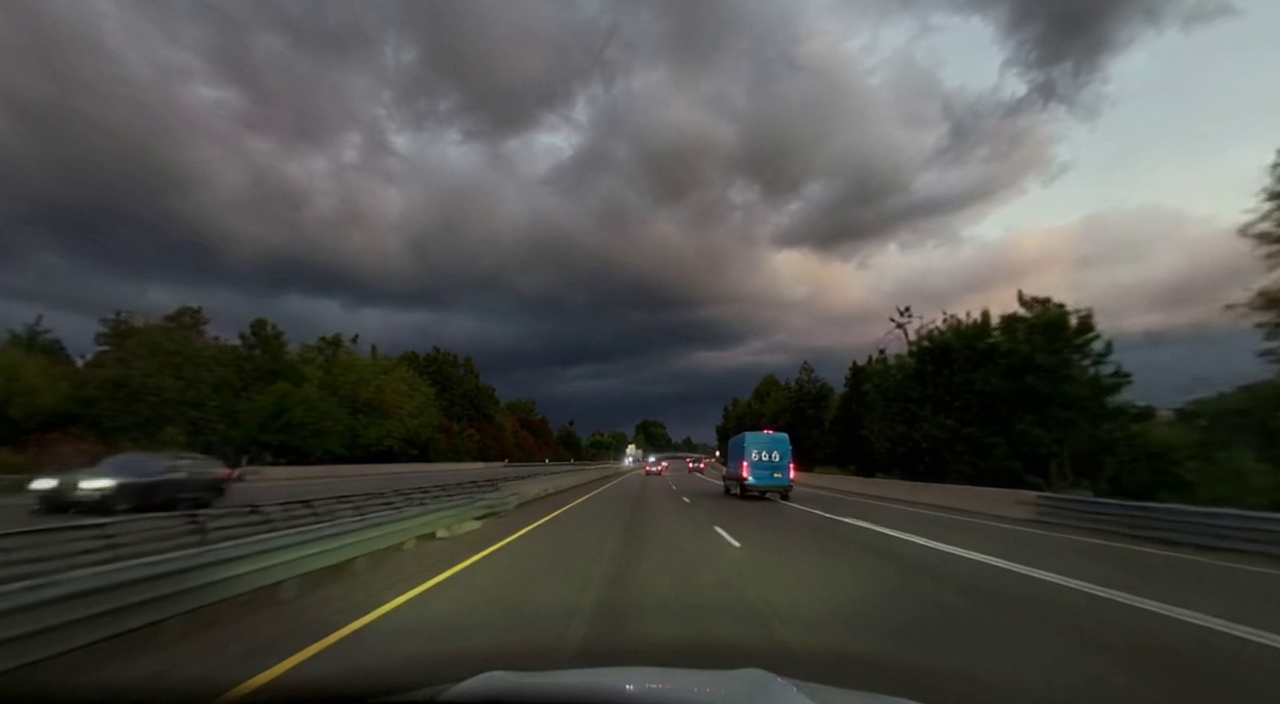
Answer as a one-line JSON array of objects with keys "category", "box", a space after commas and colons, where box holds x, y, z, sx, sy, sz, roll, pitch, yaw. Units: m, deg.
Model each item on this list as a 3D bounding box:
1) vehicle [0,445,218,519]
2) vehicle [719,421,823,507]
[{"category": "vehicle", "box": [-12.728, 3.061, 15.119, 1.917, 1.465, 4.638, 1, -11, 0]}, {"category": "vehicle", "box": [4.387, 3.971, 22.315, 2.366, 2.595, 5.793, 1, -11, 0]}]
